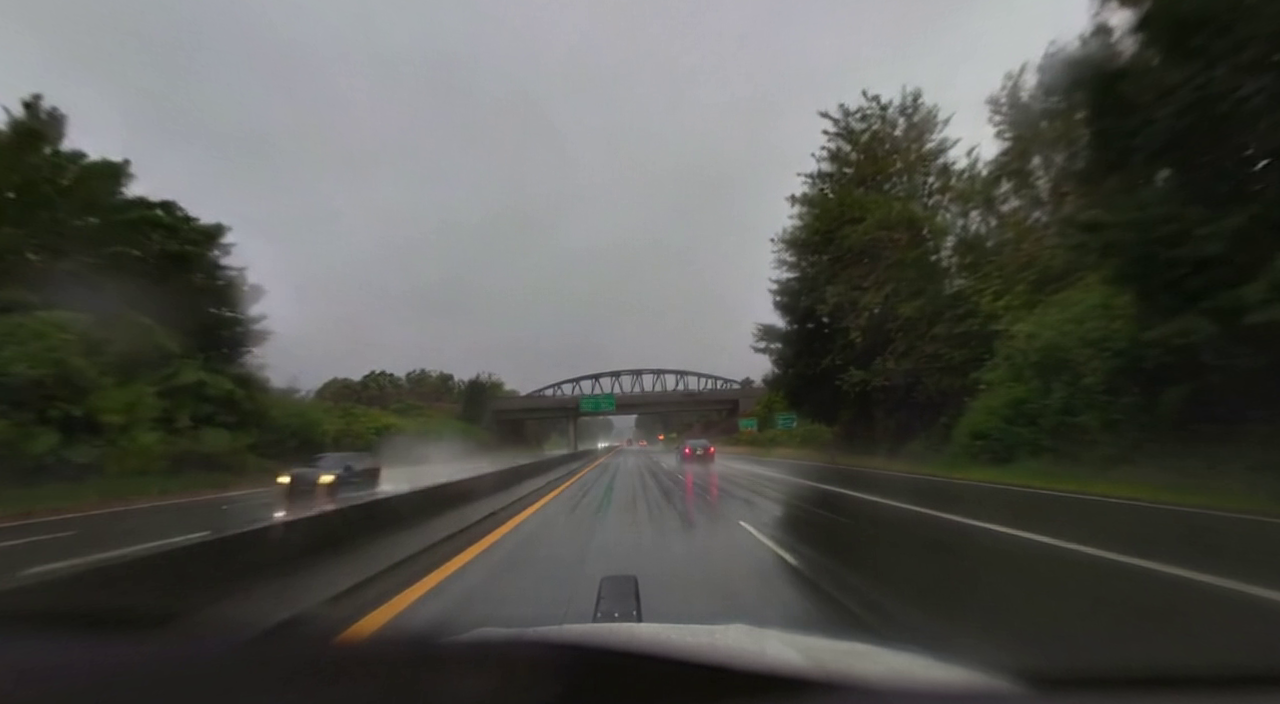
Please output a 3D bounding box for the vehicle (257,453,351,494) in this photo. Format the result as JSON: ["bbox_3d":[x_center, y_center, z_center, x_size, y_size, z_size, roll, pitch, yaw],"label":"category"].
[{"bbox_3d":[-13.313,4.802,25.185,1.742,1.430,3.733,0,-8,-1],"label":"vehicle"}]

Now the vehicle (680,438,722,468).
[{"bbox_3d":[3.190,5.369,33.673,1.781,1.470,3.540,0,-8,-2],"label":"vehicle"}]
